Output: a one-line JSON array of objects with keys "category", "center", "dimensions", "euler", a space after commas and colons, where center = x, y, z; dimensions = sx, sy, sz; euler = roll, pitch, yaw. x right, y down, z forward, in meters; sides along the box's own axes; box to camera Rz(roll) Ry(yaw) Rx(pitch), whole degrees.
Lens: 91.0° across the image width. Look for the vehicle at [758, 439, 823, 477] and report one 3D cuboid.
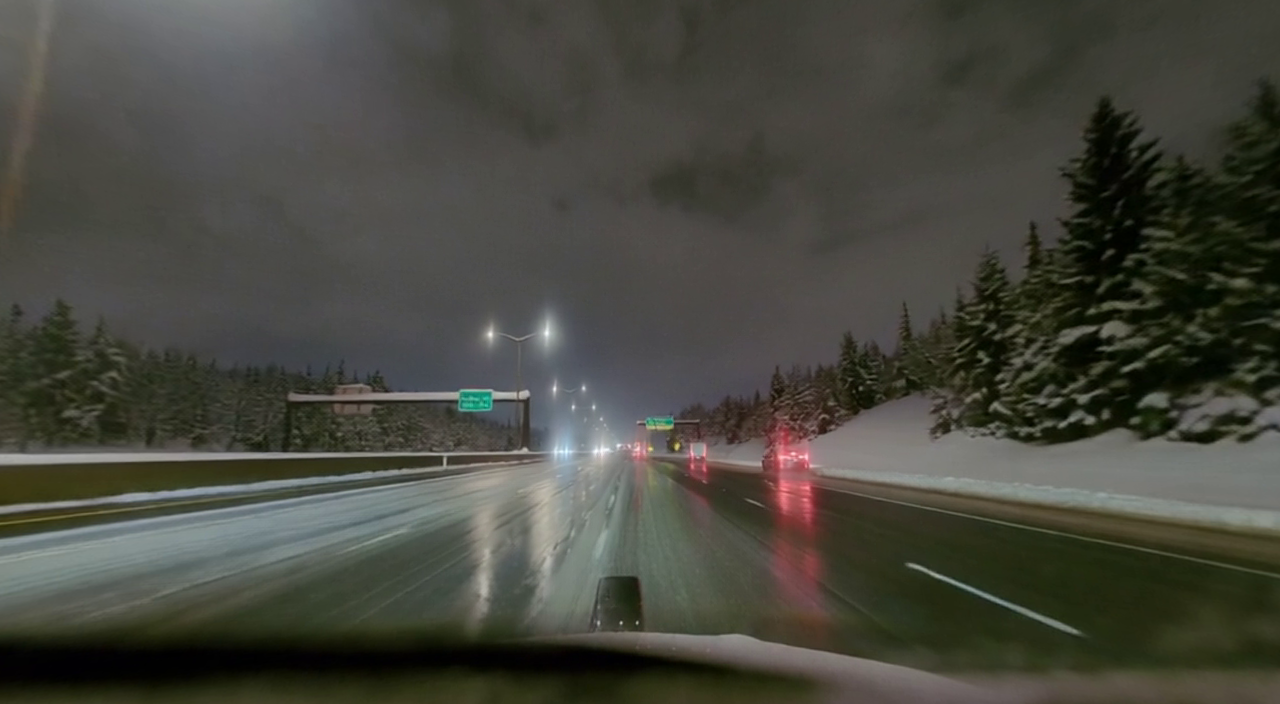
[{"category": "vehicle", "center": [7.684, 5.451, 32.564], "dimensions": [2.167, 1.781, 4.340], "euler": [0, -9, -1]}]
